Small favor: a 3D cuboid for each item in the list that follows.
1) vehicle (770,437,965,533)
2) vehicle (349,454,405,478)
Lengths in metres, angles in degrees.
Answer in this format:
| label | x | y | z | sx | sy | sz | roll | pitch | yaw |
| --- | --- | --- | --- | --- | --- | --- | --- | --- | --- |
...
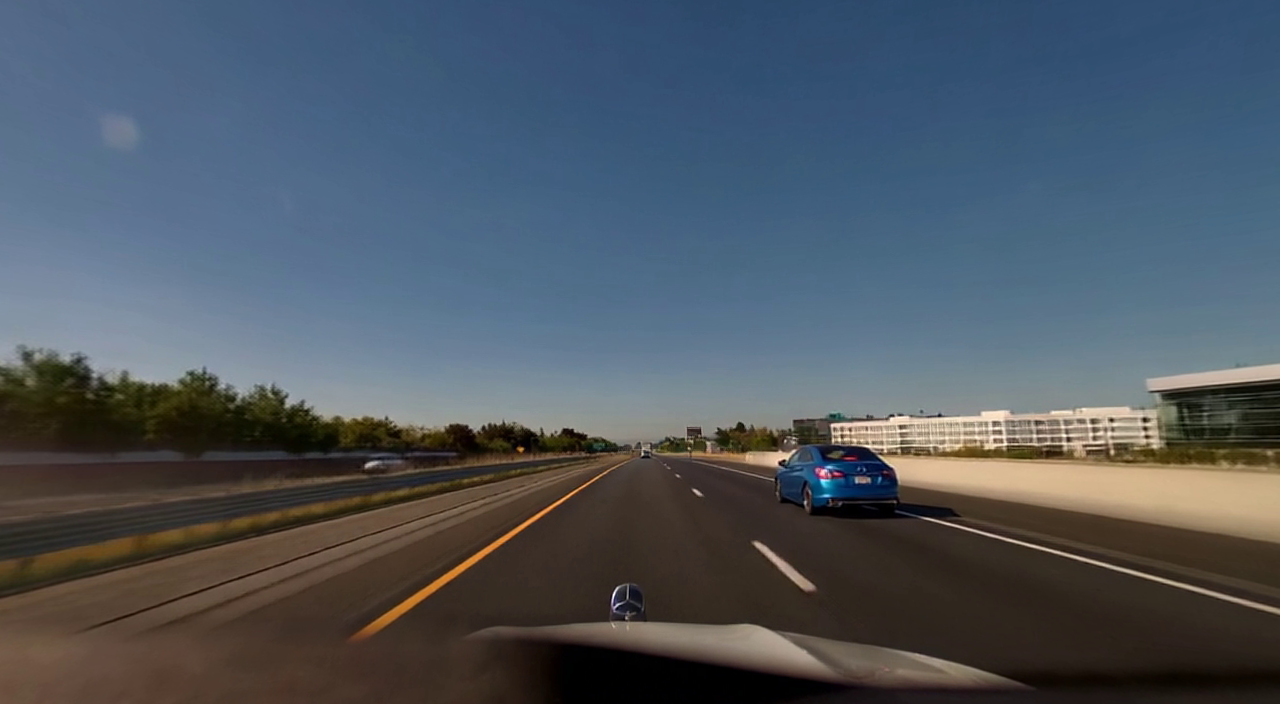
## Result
| label | x | y | z | sx | sy | sz | roll | pitch | yaw |
| --- | --- | --- | --- | --- | --- | --- | --- | --- | --- |
| vehicle | 4.153 | 2.495 | 12.557 | 2.053 | 1.490 | 4.799 | 0 | -8 | 0 |
| vehicle | -17.532 | 7.577 | 42.234 | 1.751 | 1.453 | 4.503 | -1 | -8 | 1 |
